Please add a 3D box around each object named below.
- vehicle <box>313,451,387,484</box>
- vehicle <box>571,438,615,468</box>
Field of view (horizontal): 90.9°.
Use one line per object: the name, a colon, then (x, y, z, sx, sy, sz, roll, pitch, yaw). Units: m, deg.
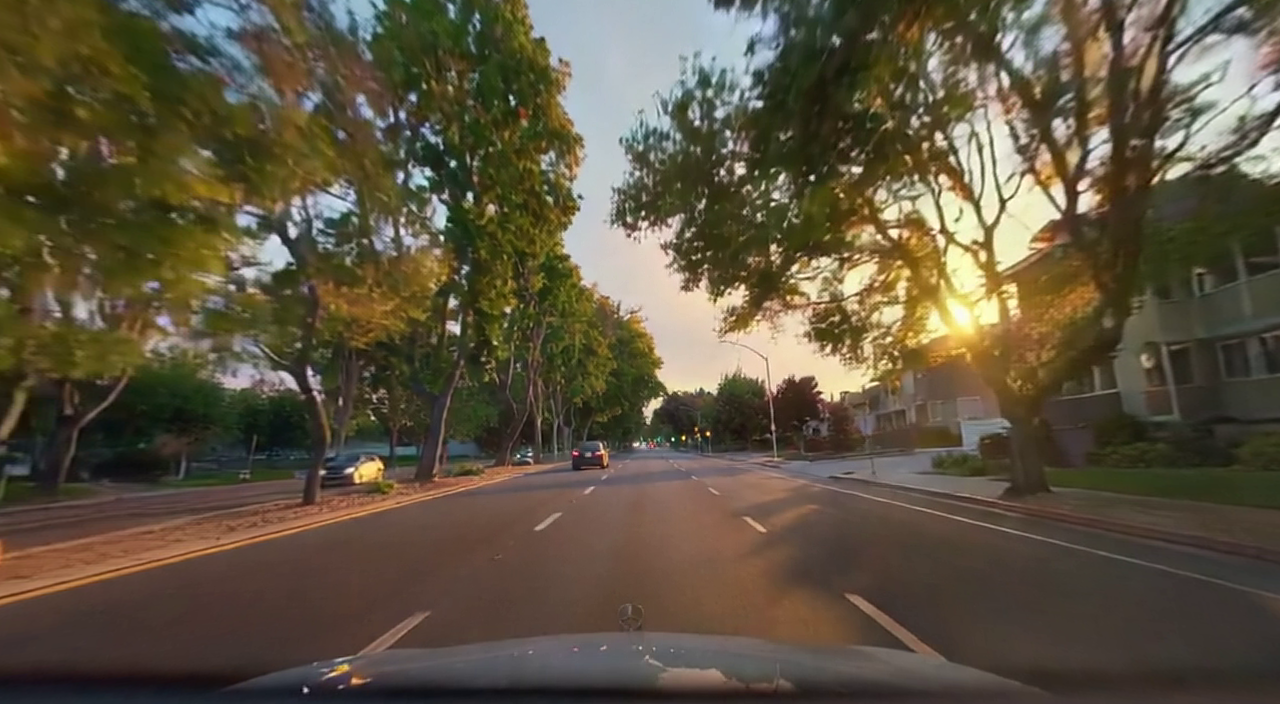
vehicle: (-16.014, 6.358, 35.087, 1.923, 1.637, 4.409, 0, -8, 1)
vehicle: (-2.873, 6.253, 39.171, 2.283, 1.716, 4.395, 0, -8, 1)
